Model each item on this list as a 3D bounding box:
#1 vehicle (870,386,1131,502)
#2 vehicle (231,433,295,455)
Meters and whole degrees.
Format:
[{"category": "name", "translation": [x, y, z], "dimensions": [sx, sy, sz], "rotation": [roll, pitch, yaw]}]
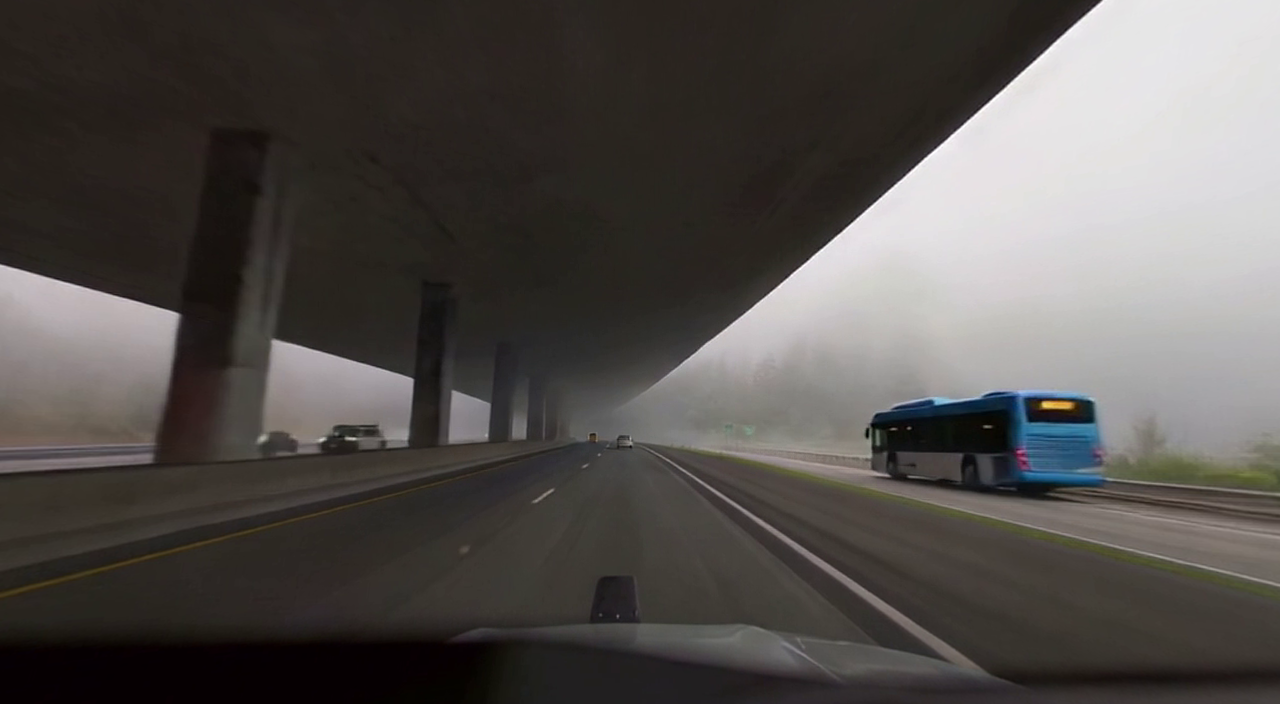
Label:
[{"category": "vehicle", "translation": [12.407, 3.399, 23.902], "dimensions": [3.009, 3.265, 12.098], "rotation": [0, -8, 1]}, {"category": "vehicle", "translation": [-26.359, 6.427, 44.085], "dimensions": [1.805, 1.425, 4.525], "rotation": [0, -8, -2]}]
